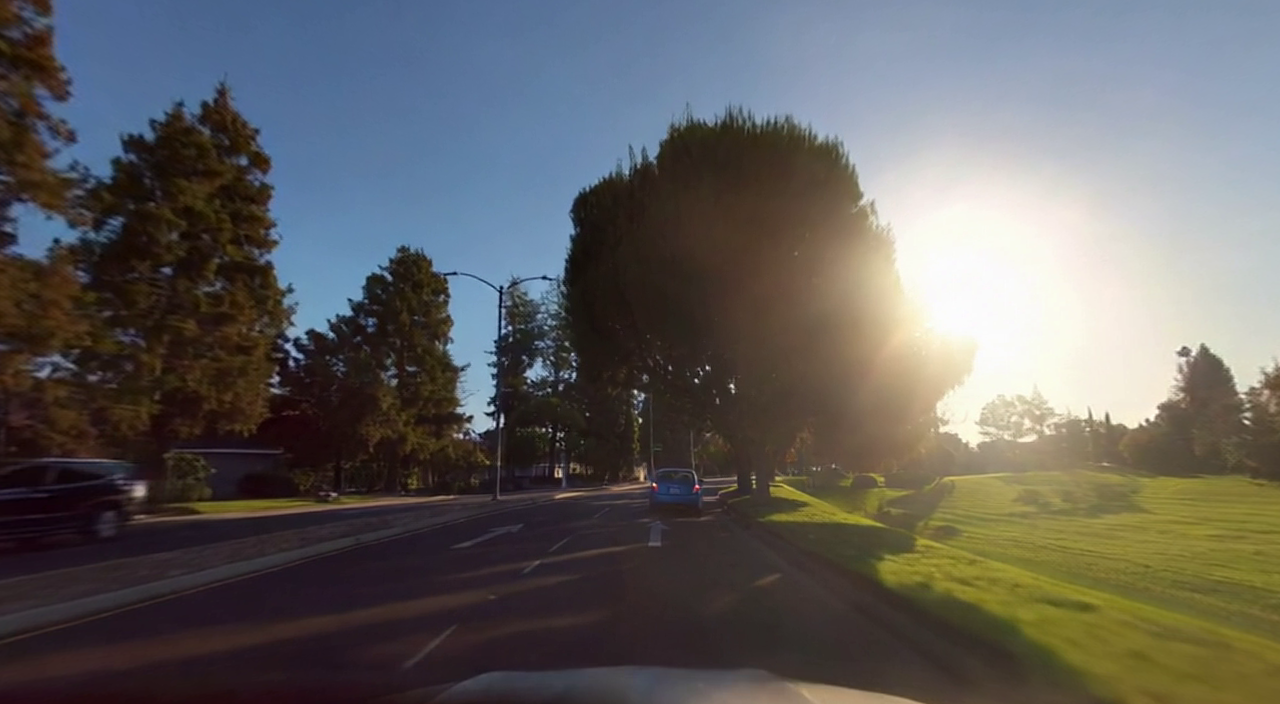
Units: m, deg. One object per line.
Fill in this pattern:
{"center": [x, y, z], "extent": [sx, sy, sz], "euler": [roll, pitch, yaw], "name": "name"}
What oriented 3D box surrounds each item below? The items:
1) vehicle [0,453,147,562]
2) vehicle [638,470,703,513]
{"center": [-11.437, 2.678, 10.758], "extent": [2.066, 1.744, 4.771], "euler": [-4, -10, 2], "name": "vehicle"}
{"center": [1.192, 4.778, 21.986], "extent": [1.972, 1.250, 5.282], "euler": [-1, -10, 6], "name": "vehicle"}
